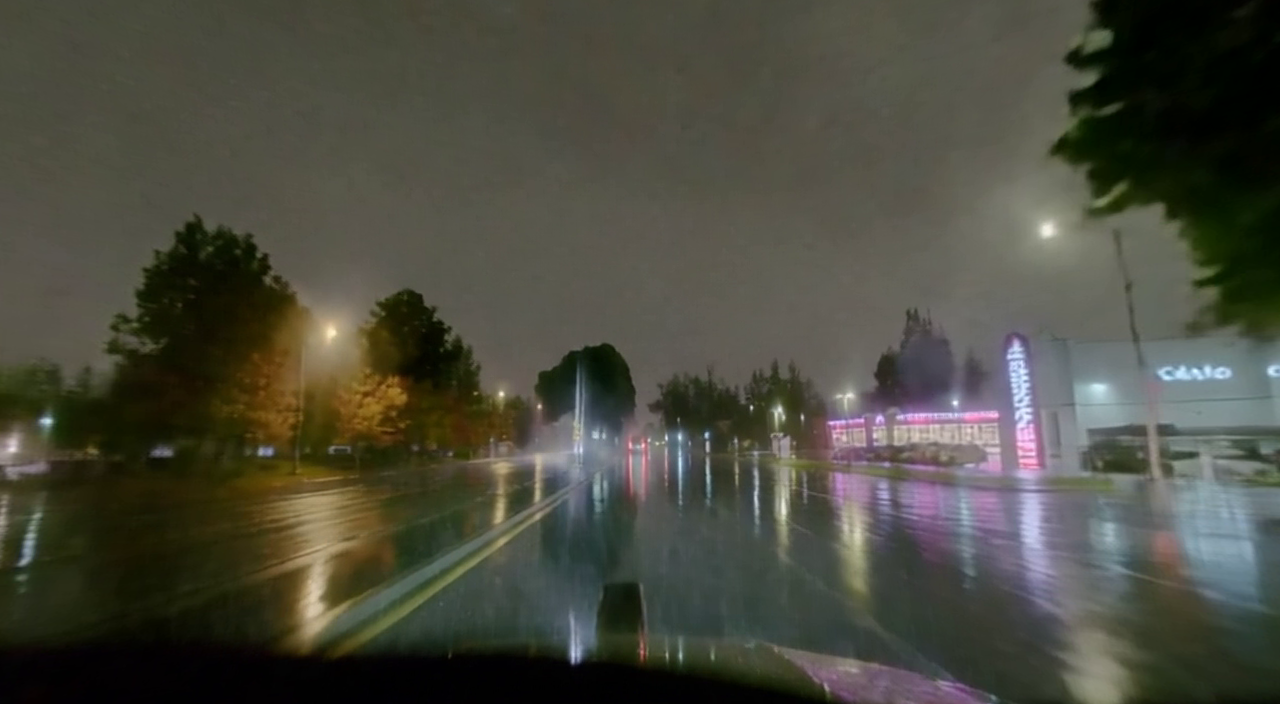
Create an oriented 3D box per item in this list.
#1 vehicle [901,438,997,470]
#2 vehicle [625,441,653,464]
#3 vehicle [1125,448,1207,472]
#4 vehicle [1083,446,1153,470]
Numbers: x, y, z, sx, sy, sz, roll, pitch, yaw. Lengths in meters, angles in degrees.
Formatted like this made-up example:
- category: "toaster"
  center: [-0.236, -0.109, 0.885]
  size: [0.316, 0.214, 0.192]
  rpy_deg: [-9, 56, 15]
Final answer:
- category: "vehicle"
  center: [18.946, 6.248, 38.885]
  size: [4.739, 1.916, 2.136]
  rpy_deg: [0, -8, 1]
- category: "vehicle"
  center: [-0.087, 7.747, 48.872]
  size: [2.095, 1.647, 4.205]
  rpy_deg: [0, -8, -1]
- category: "vehicle"
  center: [34.565, 7.104, 41.669]
  size: [1.801, 1.425, 4.094]
  rpy_deg: [0, -8, -2]
- category: "vehicle"
  center: [31.774, 7.022, 42.123]
  size: [1.739, 1.471, 3.811]
  rpy_deg: [0, -8, 1]
